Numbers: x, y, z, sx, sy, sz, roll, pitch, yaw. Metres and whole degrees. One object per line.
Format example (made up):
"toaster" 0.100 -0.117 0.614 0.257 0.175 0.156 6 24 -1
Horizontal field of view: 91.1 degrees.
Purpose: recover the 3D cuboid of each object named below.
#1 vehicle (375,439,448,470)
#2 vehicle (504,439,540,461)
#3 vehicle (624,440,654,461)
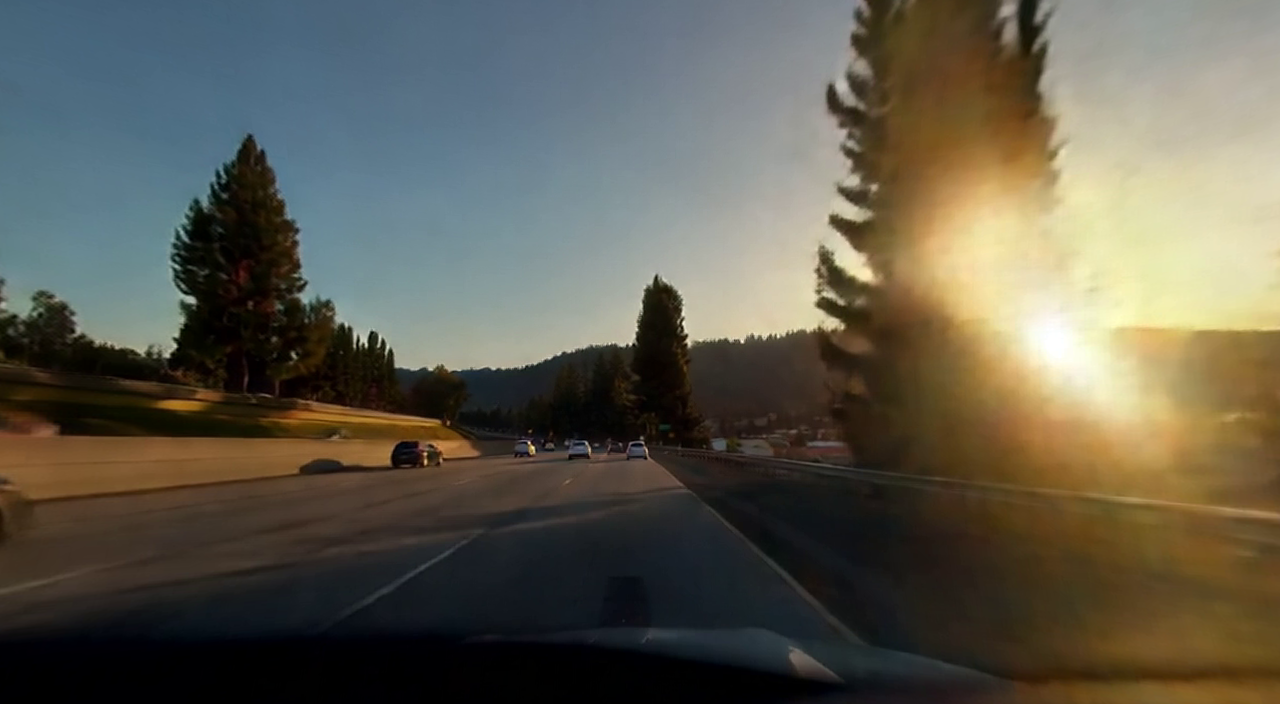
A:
"vehicle" -11.799 5.333 32.821 2.056 1.489 4.852 0 -8 0
"vehicle" -9.064 7.576 48.676 2.015 1.651 4.432 0 -8 -1
"vehicle" -0.133 7.253 46.180 2.060 1.465 3.974 0 -8 -2
